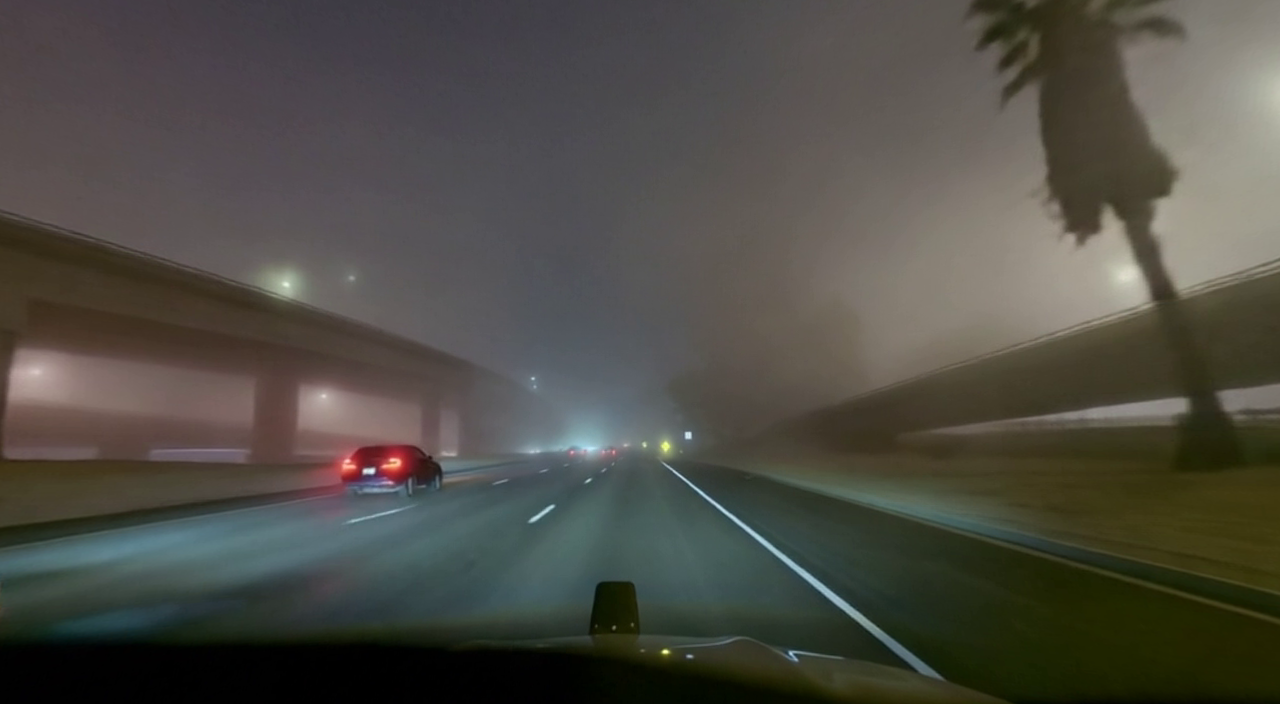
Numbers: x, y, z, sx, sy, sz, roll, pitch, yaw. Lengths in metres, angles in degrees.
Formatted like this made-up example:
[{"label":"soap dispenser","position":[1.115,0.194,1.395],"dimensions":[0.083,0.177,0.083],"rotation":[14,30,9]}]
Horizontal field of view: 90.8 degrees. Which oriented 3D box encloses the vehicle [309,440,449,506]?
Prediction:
[{"label":"vehicle","position":[-6.781,3.160,16.996],"dimensions":[1.914,1.503,4.268],"rotation":[0,-8,0]}]
